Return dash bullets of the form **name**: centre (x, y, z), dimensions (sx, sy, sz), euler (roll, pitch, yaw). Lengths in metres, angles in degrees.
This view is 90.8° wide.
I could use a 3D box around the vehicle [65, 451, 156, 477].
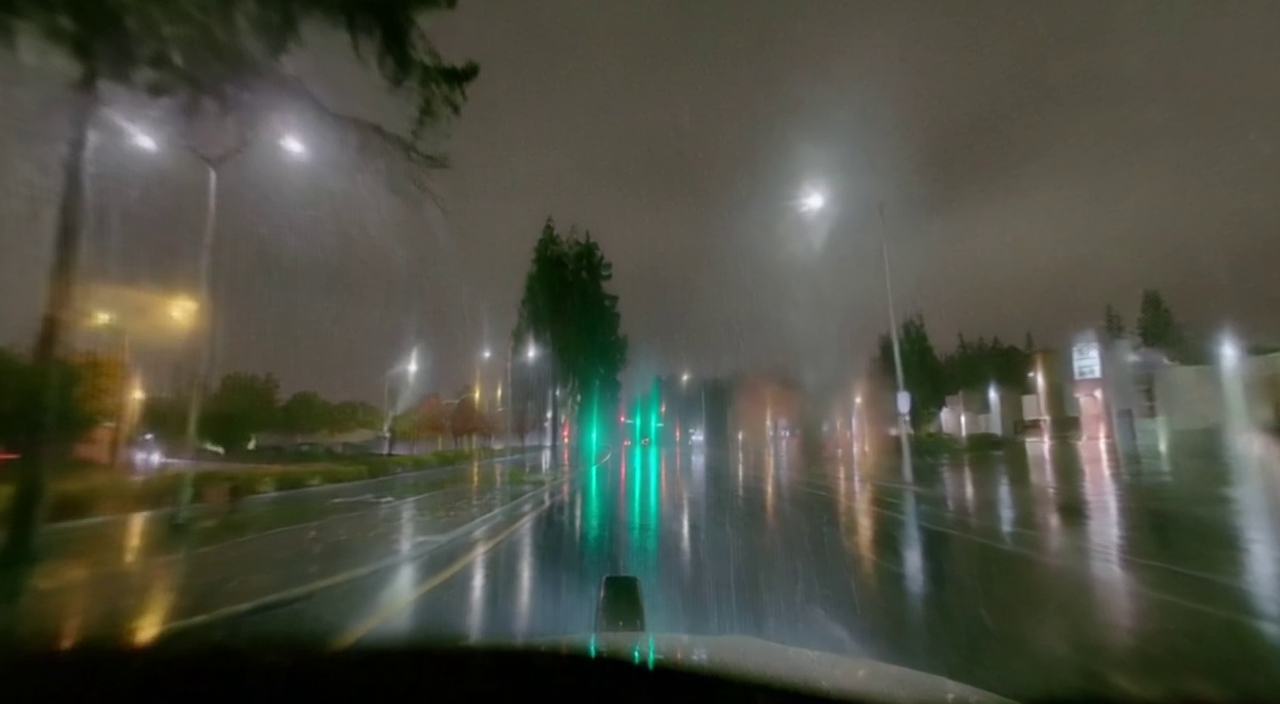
- **vehicle**: centre (-37.752, 8.001, 45.128), dimensions (4.648, 1.491, 1.939), euler (-3, -8, -5)
